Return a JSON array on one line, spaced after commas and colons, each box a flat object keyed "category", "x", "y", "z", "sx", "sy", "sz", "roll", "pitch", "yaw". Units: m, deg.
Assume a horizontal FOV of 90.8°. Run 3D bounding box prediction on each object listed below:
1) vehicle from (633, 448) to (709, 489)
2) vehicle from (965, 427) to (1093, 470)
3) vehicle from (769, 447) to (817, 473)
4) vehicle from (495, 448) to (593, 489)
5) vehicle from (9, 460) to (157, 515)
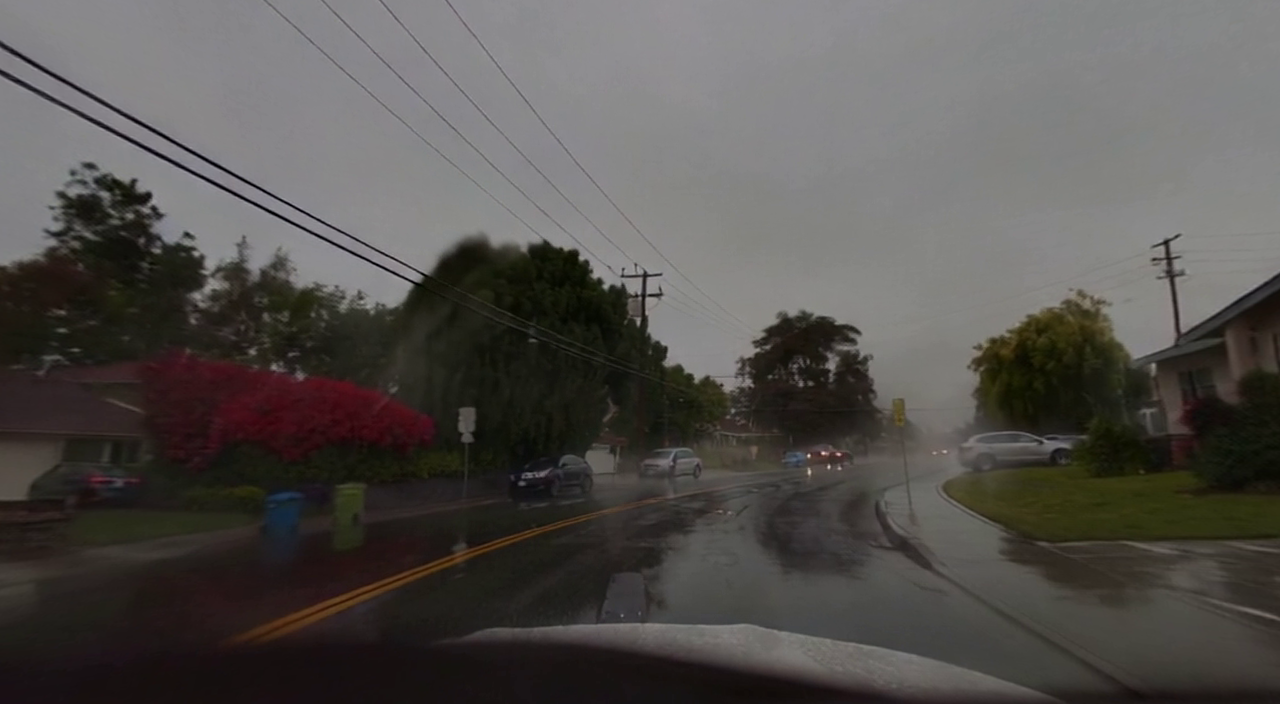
[{"category": "vehicle", "x": 1.585, "y": 5.700, "z": 30.569, "sx": 2.056, "sy": 1.726, "sz": 4.463, "roll": -7, "pitch": -14, "yaw": 25}, {"category": "vehicle", "x": 16.260, "y": 4.101, "z": 26.635, "sx": 4.339, "sy": 1.668, "sz": 1.812, "roll": -5, "pitch": -10, "yaw": 28}, {"category": "vehicle", "x": 10.644, "y": 7.539, "z": 43.805, "sx": 1.971, "sy": 1.539, "sz": 4.110, "roll": -6, "pitch": -15, "yaw": 33}, {"category": "vehicle", "x": -4.774, "y": 5.679, "z": 31.129, "sx": 4.758, "sy": 1.802, "sz": 2.155, "roll": -7, "pitch": -12, "yaw": 41}, {"category": "vehicle", "x": -17.602, "y": 4.222, "z": 19.997, "sx": 3.697, "sy": 1.489, "sz": 1.842, "roll": -3, "pitch": -10, "yaw": 21}]
